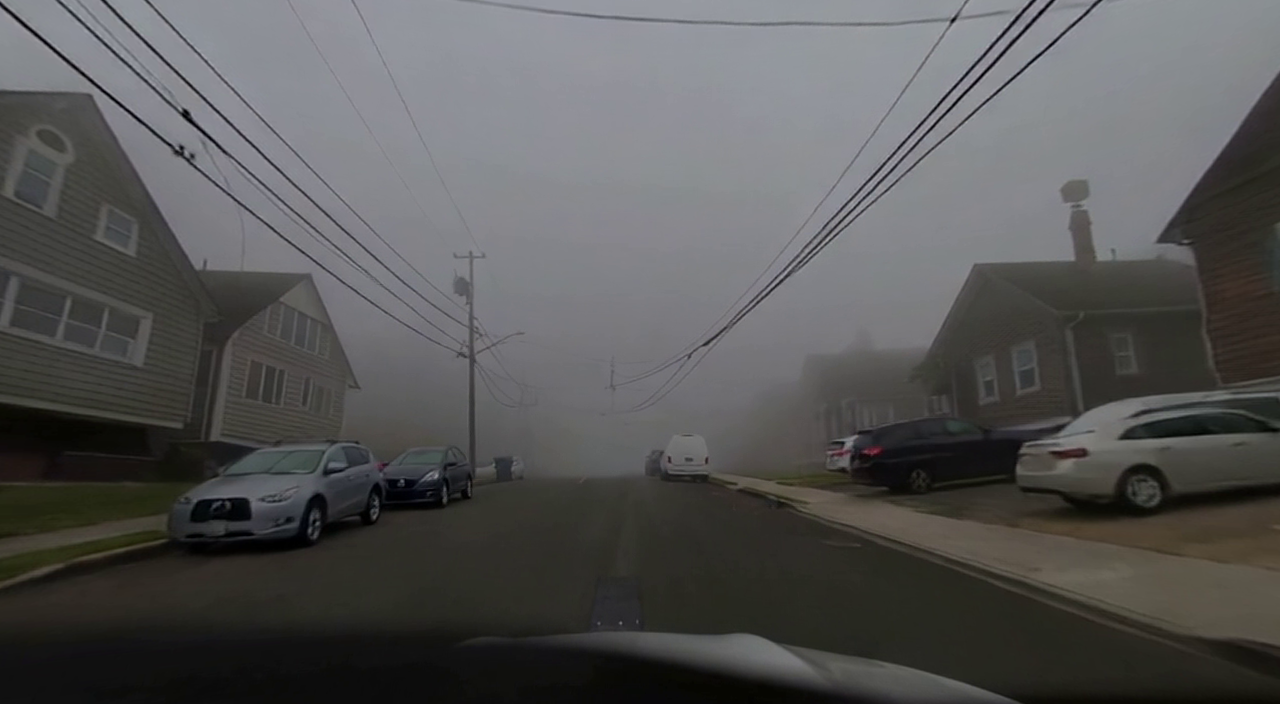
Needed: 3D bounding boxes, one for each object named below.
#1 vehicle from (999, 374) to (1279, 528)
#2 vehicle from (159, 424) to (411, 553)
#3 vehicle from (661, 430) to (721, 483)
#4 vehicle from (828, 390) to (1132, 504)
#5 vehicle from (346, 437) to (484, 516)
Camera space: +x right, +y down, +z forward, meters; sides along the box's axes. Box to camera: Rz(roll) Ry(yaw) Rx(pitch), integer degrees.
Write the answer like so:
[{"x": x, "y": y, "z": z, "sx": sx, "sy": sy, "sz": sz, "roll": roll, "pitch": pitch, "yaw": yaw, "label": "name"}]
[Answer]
[{"x": 7.946, "y": 1.325, "z": 9.023, "sx": 4.315, "sy": 1.736, "sz": 1.950, "roll": -4, "pitch": -9, "yaw": -4, "label": "vehicle"}, {"x": -5.361, "y": 2.036, "z": 10.287, "sx": 1.967, "sy": 1.656, "sz": 3.924, "roll": 1, "pitch": -7, "yaw": -3, "label": "vehicle"}, {"x": 2.273, "y": 4.869, "z": 29.638, "sx": 2.343, "sy": 2.229, "sz": 4.199, "roll": 1, "pitch": -9, "yaw": -2, "label": "vehicle"}, {"x": 7.515, "y": 2.168, "z": 14.418, "sx": 5.615, "sy": 1.787, "sz": 2.014, "roll": -6, "pitch": -9, "yaw": -2, "label": "vehicle"}, {"x": -5.206, "y": 2.882, "z": 15.372, "sx": 1.960, "sy": 1.507, "sz": 4.542, "roll": -1, "pitch": -7, "yaw": -4, "label": "vehicle"}]
